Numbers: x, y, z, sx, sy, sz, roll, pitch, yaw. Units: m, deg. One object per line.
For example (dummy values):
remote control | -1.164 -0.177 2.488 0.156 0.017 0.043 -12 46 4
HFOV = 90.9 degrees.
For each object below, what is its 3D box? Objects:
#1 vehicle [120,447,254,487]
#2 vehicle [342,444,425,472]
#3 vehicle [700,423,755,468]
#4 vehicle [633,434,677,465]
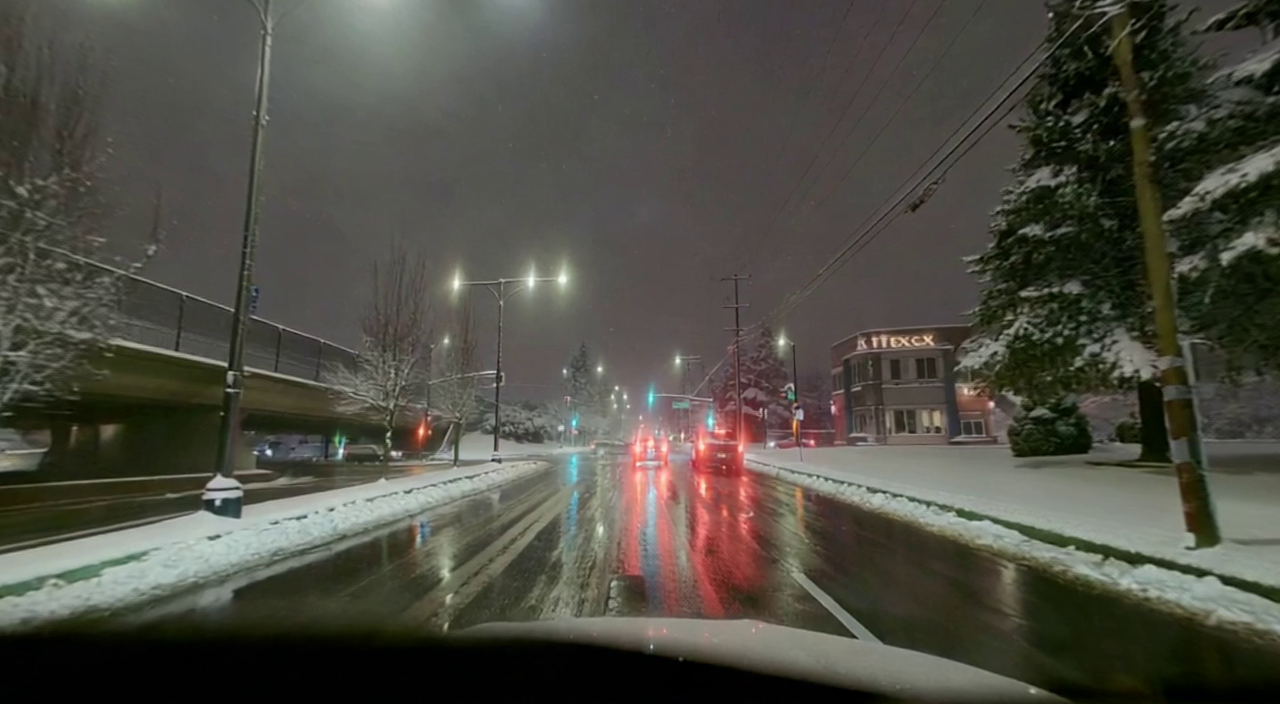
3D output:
vehicle | -20.587 5.198 28.910 1.832 1.611 4.546 -4 -9 25
vehicle | -15.362 6.345 38.000 1.860 1.543 4.302 -5 -10 32
vehicle | 4.139 4.546 30.566 2.080 1.999 4.379 0 -8 1
vehicle | 0.721 4.966 32.150 2.101 1.467 4.210 0 -8 0
